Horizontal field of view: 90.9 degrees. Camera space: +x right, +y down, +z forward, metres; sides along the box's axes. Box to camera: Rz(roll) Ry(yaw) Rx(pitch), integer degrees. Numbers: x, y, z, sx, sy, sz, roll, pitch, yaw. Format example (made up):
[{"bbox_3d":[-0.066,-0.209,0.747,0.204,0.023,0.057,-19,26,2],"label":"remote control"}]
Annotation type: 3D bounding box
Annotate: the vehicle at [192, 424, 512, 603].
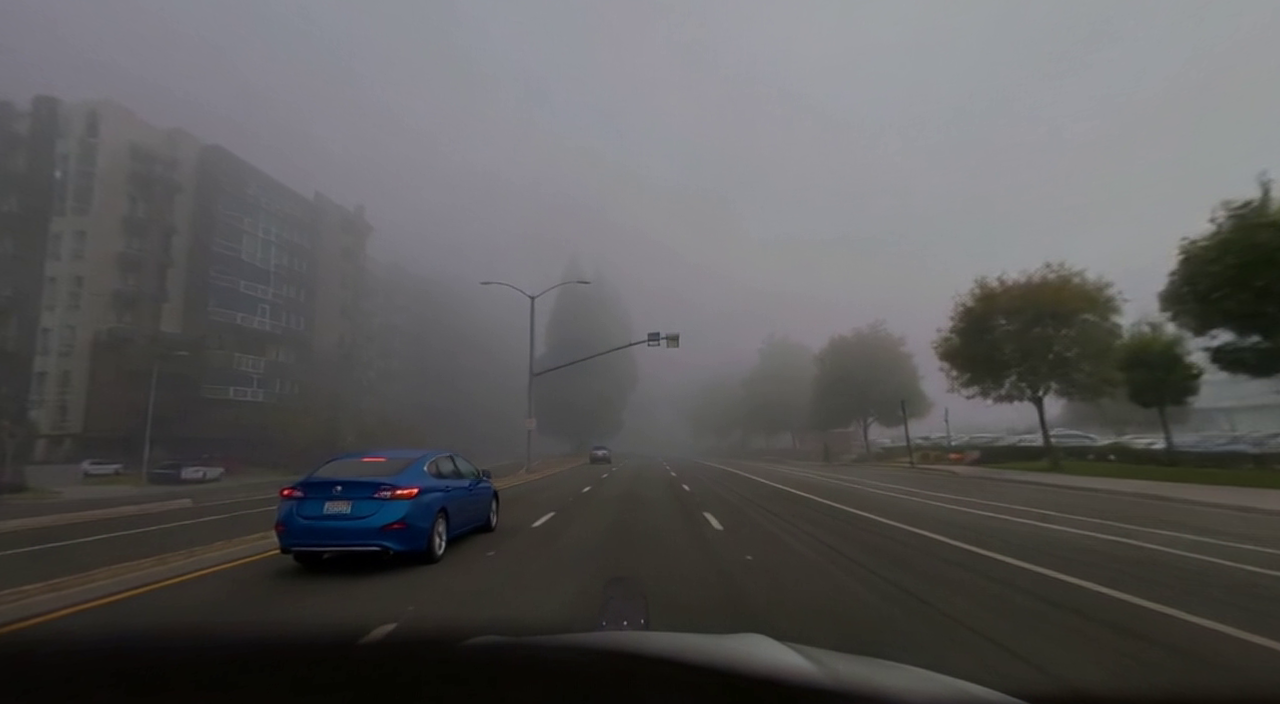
[{"bbox_3d":[-3.230,1.862,8.278,2.009,1.489,4.543,-5,-8,1],"label":"vehicle"}]
